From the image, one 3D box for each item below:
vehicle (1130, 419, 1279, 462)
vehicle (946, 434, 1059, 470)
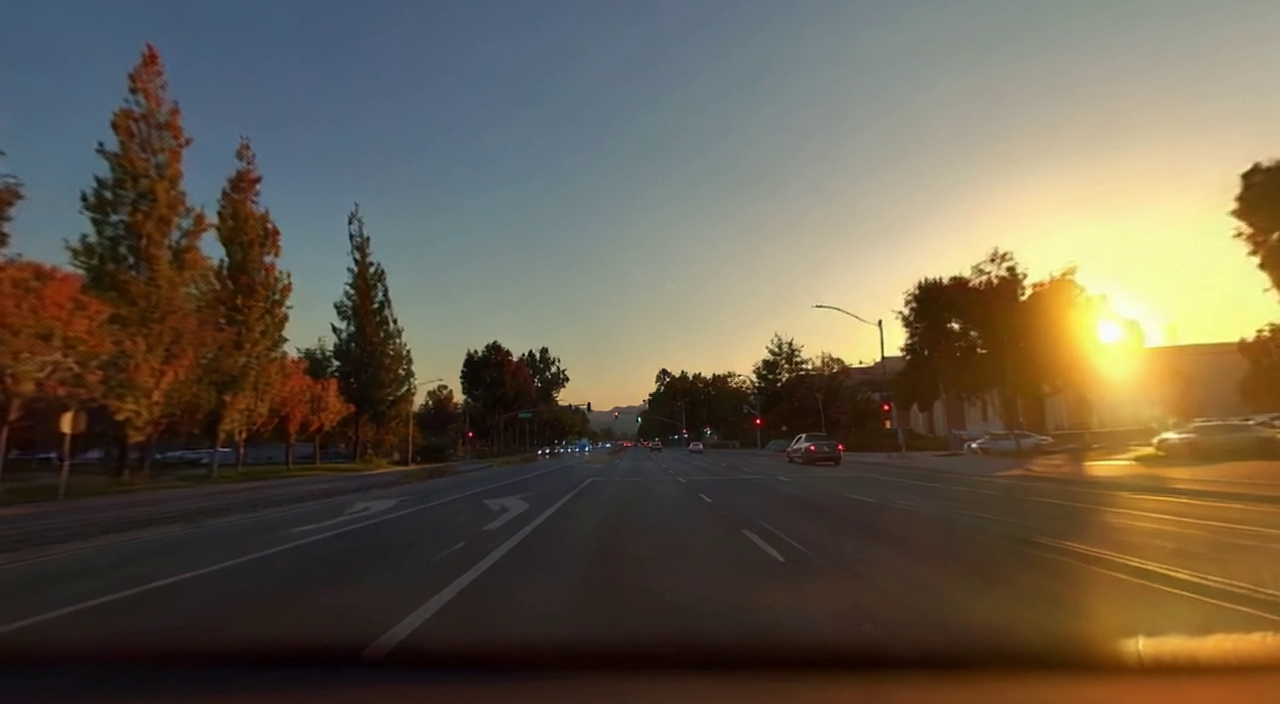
[{"bbox_3d":[25.819,4.052,28.905,4.893,1.873,2.191,0,-8,-1],"label":"vehicle"},{"bbox_3d":[18.110,4.999,31.712,4.427,1.747,2.024,0,-9,-2],"label":"vehicle"}]
